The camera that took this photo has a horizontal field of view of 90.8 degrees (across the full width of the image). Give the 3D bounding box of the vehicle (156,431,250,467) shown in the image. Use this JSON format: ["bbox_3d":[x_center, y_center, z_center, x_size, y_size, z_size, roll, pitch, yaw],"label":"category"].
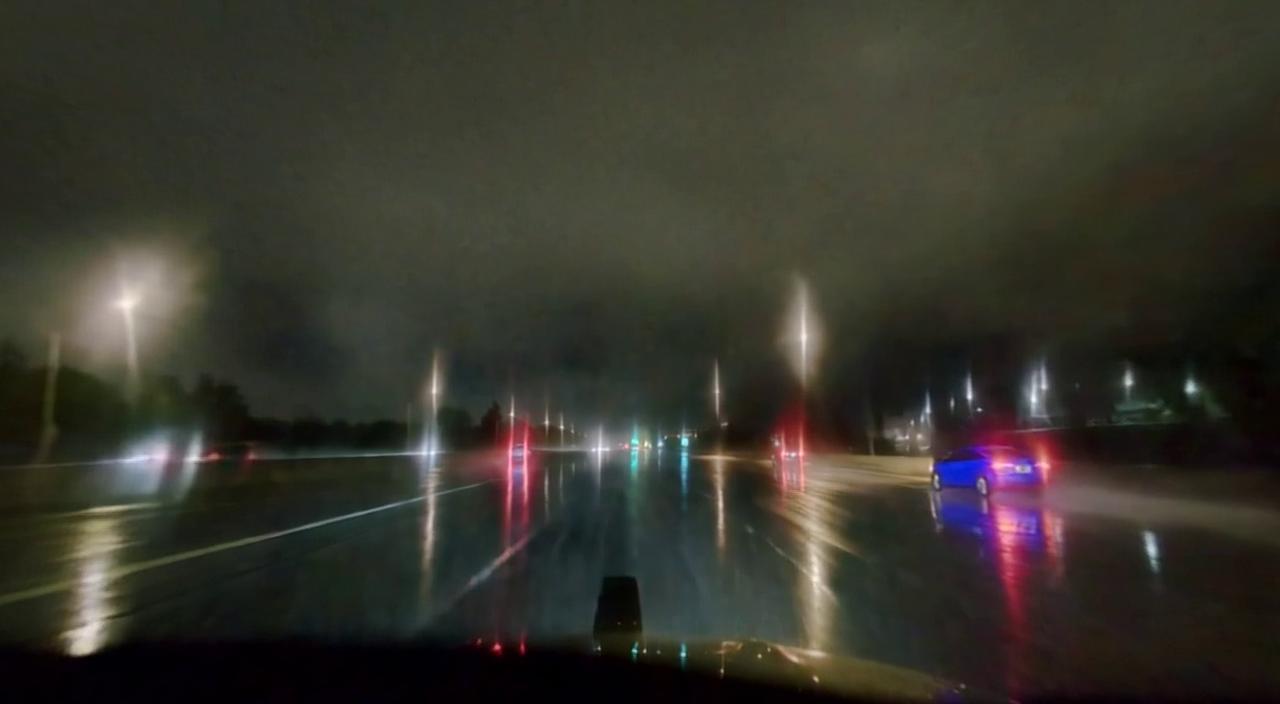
[{"bbox_3d":[-34.247,7.672,49.853,2.678,2.612,6.661,0,-8,0],"label":"vehicle"}]

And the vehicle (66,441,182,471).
[{"bbox_3d":[-34.086,6.883,42.097,2.347,1.843,6.472,0,-9,-1],"label":"vehicle"}]

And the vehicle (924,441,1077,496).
[{"bbox_3d":[10.846,3.507,19.471,1.985,1.493,4.486,0,-9,-1],"label":"vehicle"}]
